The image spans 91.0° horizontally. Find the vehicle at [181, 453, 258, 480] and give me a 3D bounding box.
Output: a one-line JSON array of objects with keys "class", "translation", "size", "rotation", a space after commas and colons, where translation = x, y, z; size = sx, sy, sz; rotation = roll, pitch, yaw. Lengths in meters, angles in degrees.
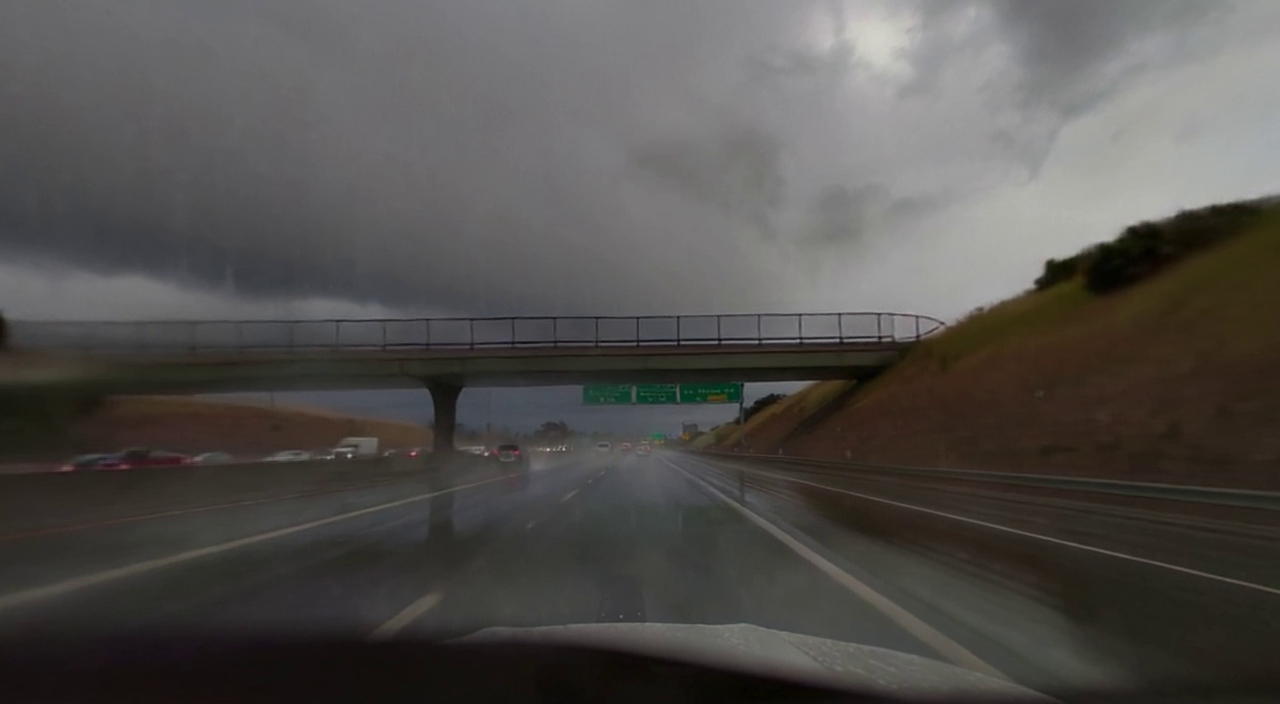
[{"class": "vehicle", "translation": [-26.542, 7.214, 39.891], "size": [1.819, 1.521, 4.377], "rotation": [0, -9, 0]}]

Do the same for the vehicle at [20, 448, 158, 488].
[{"class": "vehicle", "translation": [-26.563, 5.562, 30.668], "size": [2.081, 1.748, 5.102], "rotation": [0, -9, 0]}]

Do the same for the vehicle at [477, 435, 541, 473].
[{"class": "vehicle", "translation": [-7.326, 5.780, 35.971], "size": [2.341, 1.959, 5.684], "rotation": [0, -9, 1]}]
